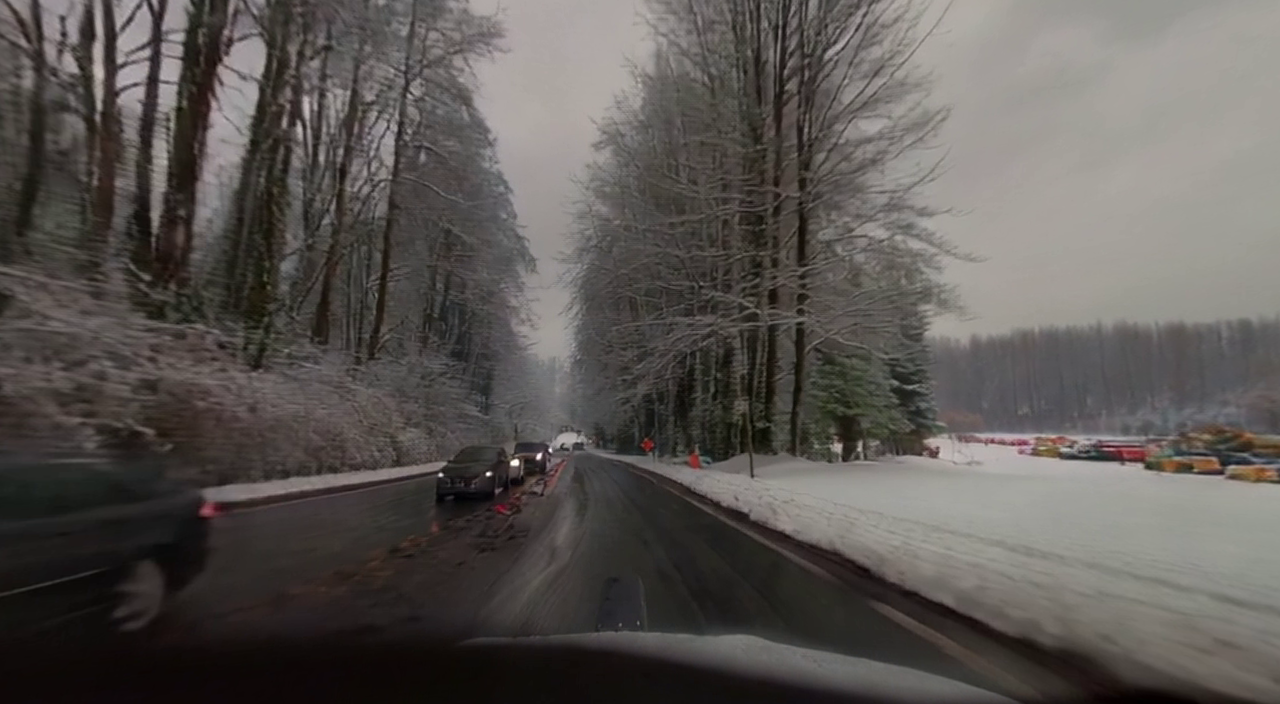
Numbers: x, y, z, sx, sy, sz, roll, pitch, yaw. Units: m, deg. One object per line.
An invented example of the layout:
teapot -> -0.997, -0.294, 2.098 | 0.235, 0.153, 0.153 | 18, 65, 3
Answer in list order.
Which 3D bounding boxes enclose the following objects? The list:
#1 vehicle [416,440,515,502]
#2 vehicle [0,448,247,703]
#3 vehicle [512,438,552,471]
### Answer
vehicle -> -5.117, 3.534, 19.134 | 2.001, 1.642, 3.942 | 0, -9, -2
vehicle -> -4.549, 1.262, 3.484 | 1.975, 1.415, 4.194 | -1, -9, 2
vehicle -> -7.109, 6.804, 42.095 | 2.064, 2.009, 4.512 | 0, -9, -3
